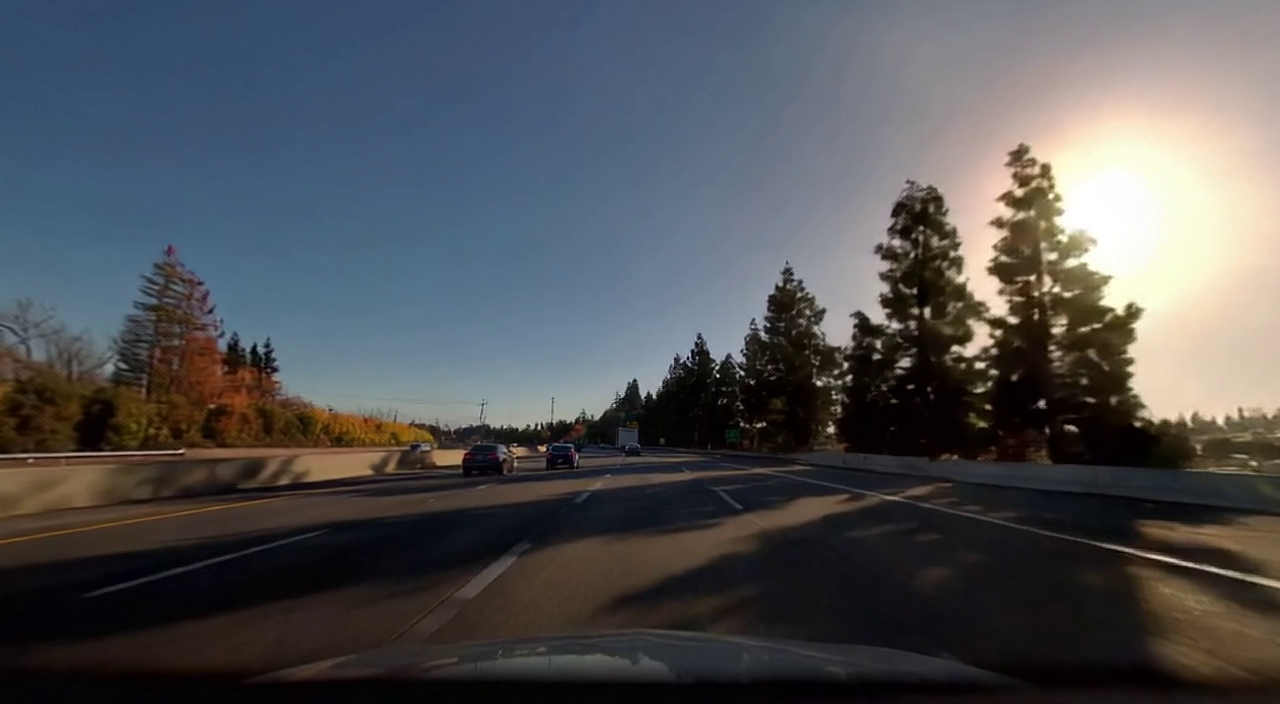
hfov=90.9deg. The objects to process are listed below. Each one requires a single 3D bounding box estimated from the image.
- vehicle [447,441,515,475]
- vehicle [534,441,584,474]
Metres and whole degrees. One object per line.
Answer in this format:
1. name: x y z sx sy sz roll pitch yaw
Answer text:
1. vehicle: -7.523 5.061 30.367 2.038 1.463 4.656 0 -8 0
2. vehicle: -3.879 5.129 30.928 1.936 1.465 4.060 0 -8 0
